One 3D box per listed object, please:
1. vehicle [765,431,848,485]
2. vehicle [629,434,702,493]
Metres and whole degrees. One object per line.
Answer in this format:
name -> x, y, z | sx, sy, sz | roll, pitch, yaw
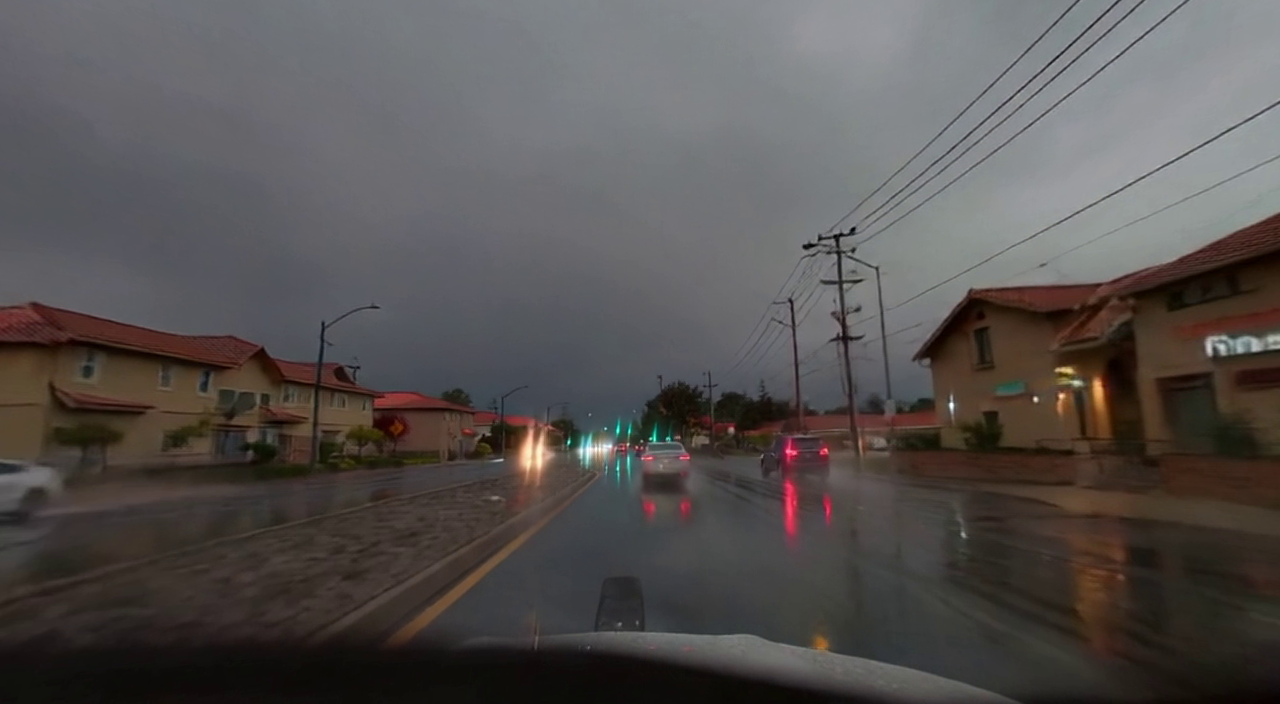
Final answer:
vehicle -> 6.338, 4.086, 24.523 | 2.061, 1.889, 4.268 | 0, -9, 0
vehicle -> 0.733, 3.592, 20.644 | 2.138, 1.702, 4.168 | 0, -9, -1
